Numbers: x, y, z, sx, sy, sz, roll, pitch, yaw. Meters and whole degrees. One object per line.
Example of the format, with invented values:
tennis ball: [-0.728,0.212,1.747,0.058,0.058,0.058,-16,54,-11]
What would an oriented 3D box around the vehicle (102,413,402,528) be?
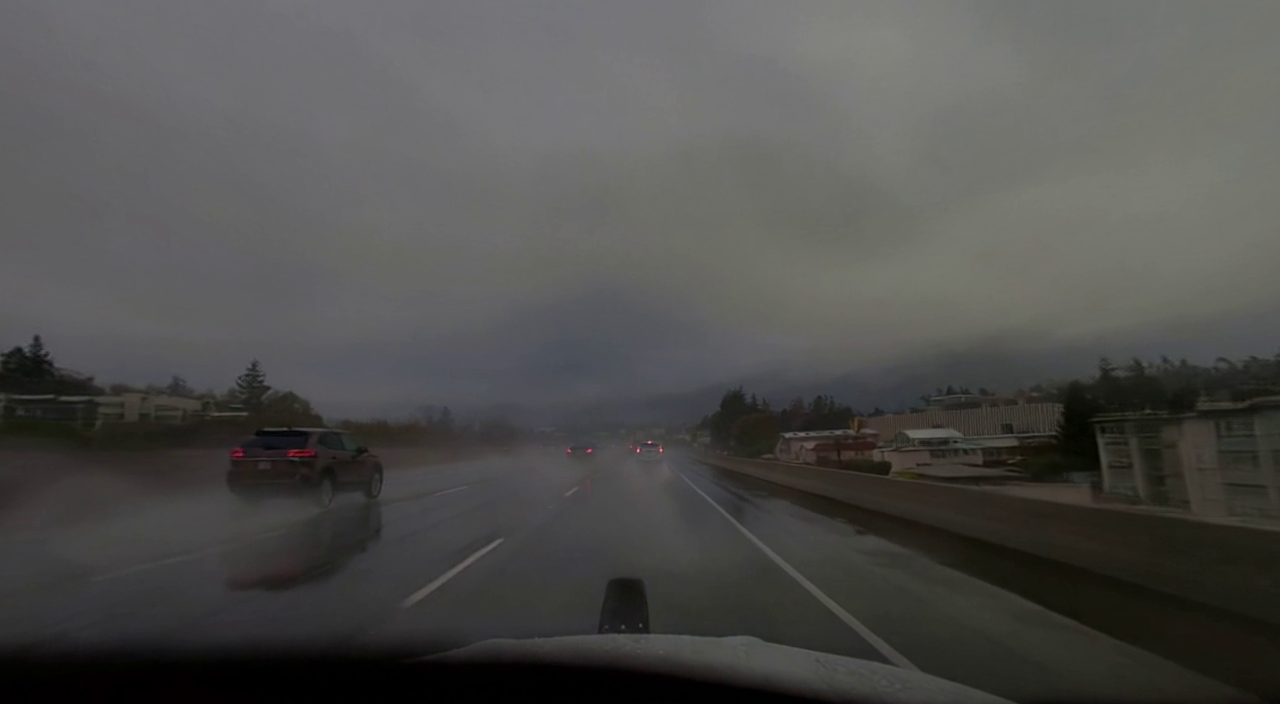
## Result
vehicle: [-7.625,2.415,13.565,2.521,1.901,5.988,0,-8,2]

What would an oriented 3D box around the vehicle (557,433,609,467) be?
vehicle: [-3.650,6.432,41.551,2.751,2.050,5.761,0,-8,1]

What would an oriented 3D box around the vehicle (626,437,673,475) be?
vehicle: [0.443,5.089,31.211,2.135,1.697,4.757,0,-8,0]
